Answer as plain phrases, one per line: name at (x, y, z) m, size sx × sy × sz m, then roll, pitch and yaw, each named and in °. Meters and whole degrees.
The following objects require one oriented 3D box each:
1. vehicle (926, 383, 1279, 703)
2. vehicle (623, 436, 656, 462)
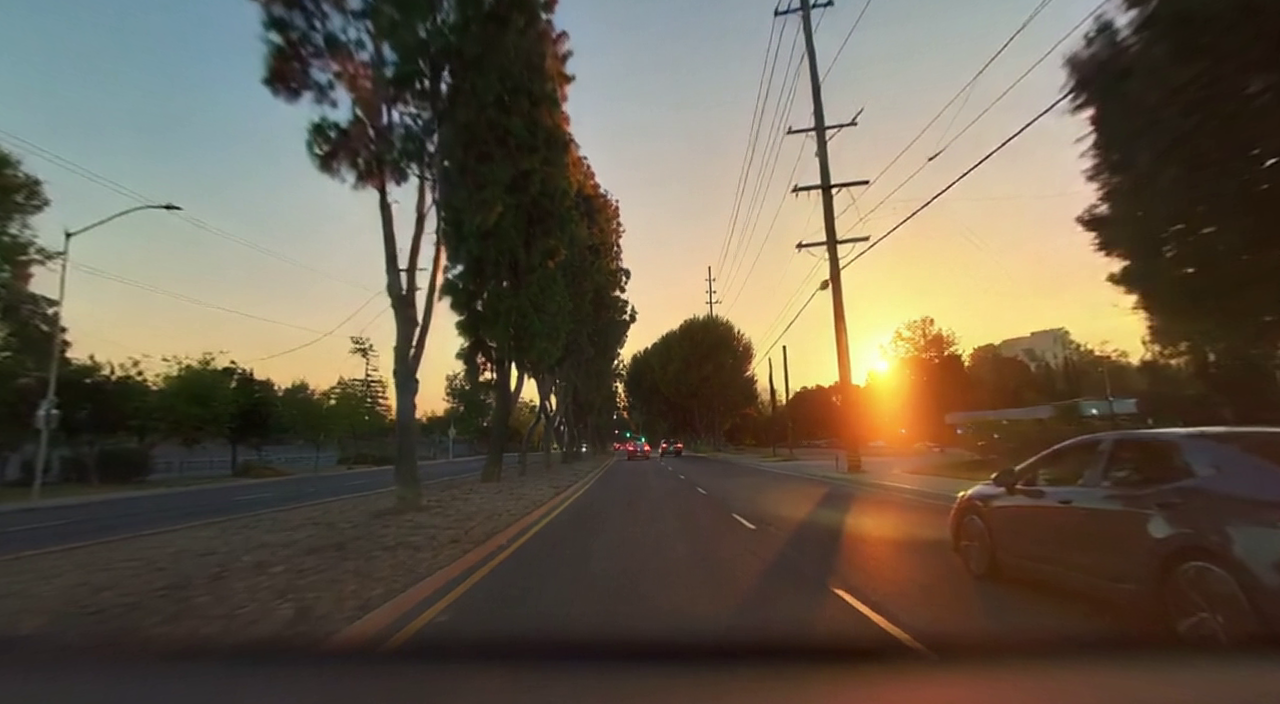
vehicle at (4.254, 1.142, 4.299) m, size 2.235 × 1.597 × 4.918 m, roll 0°, pitch -9°, yaw -1°
vehicle at (-0.089, 7.049, 45.635) m, size 2.189 × 1.776 × 4.342 m, roll 0°, pitch -9°, yaw -2°
